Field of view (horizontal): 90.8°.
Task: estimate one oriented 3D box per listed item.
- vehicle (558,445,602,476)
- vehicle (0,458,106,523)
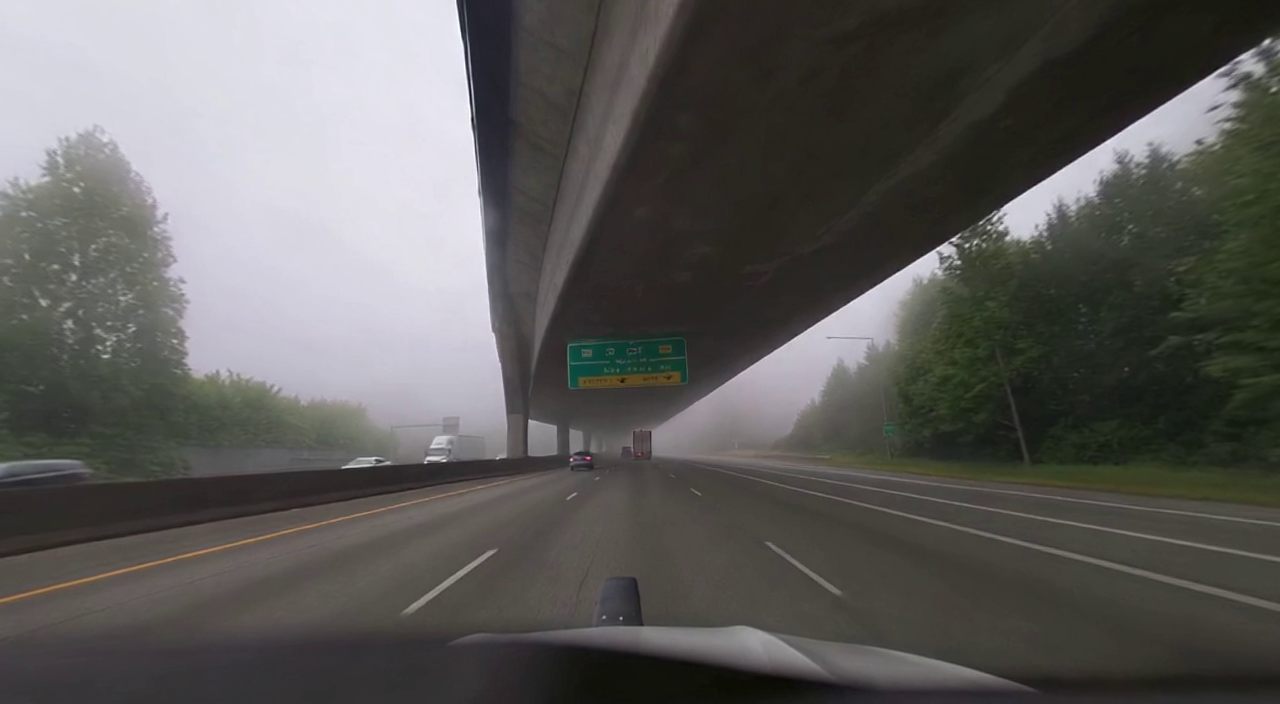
[{"bbox_3d":[-3.492,6.442,37.684,2.160,1.724,4.997,0,-9,0],"label":"vehicle"},{"bbox_3d":[-15.879,3.368,15.533,1.975,1.457,3.959,0,-9,0],"label":"vehicle"}]
